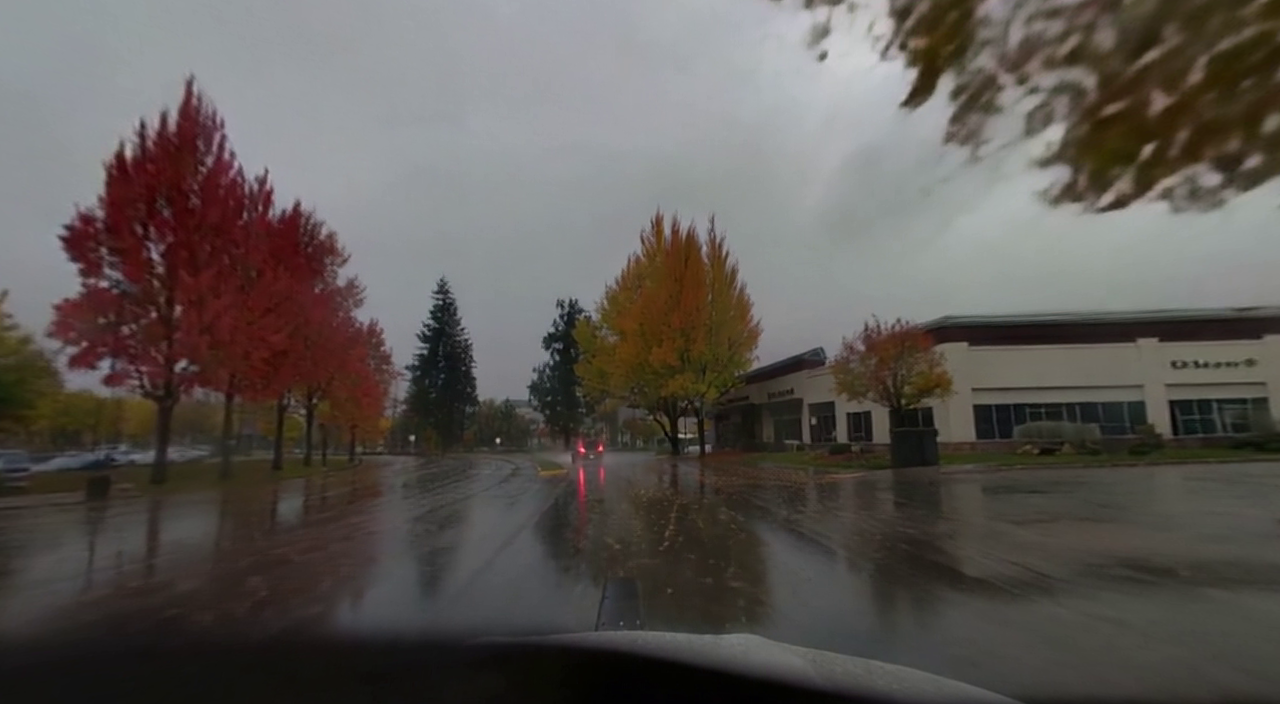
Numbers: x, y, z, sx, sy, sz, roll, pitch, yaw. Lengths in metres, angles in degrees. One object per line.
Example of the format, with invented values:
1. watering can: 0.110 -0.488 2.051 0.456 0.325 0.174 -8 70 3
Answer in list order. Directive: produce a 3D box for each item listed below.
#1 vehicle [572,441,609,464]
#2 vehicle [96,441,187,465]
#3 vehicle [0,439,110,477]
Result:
1. vehicle: -3.490 6.925 43.747 2.018 1.512 4.304 2 -8 -12
2. vehicle: -36.762 7.462 46.559 4.807 1.665 2.045 1 -8 -10
3. vehicle: -35.741 6.424 38.021 5.135 1.689 2.269 -3 -11 -15
